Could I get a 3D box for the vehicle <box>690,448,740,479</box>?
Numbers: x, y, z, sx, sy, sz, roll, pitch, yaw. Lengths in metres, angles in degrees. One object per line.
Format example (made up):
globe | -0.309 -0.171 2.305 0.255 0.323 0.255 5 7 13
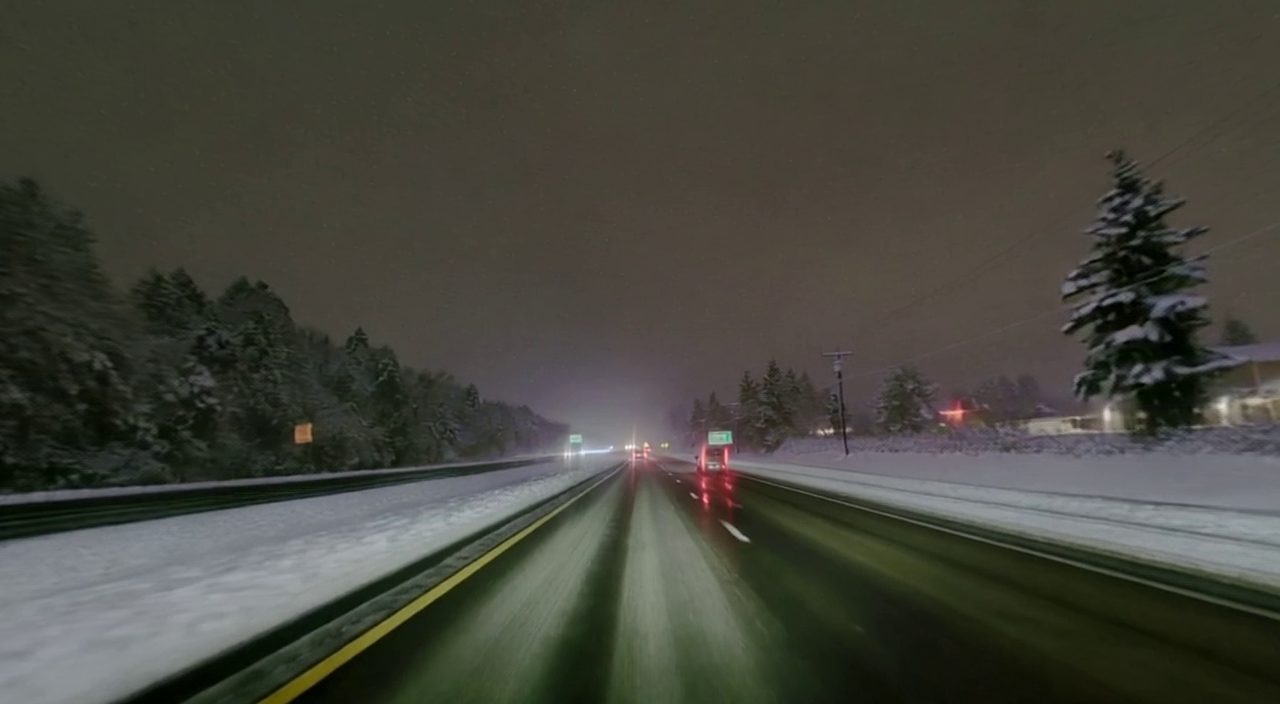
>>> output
vehicle | 3.922 5.899 33.580 2.115 1.522 4.330 0 -9 0
